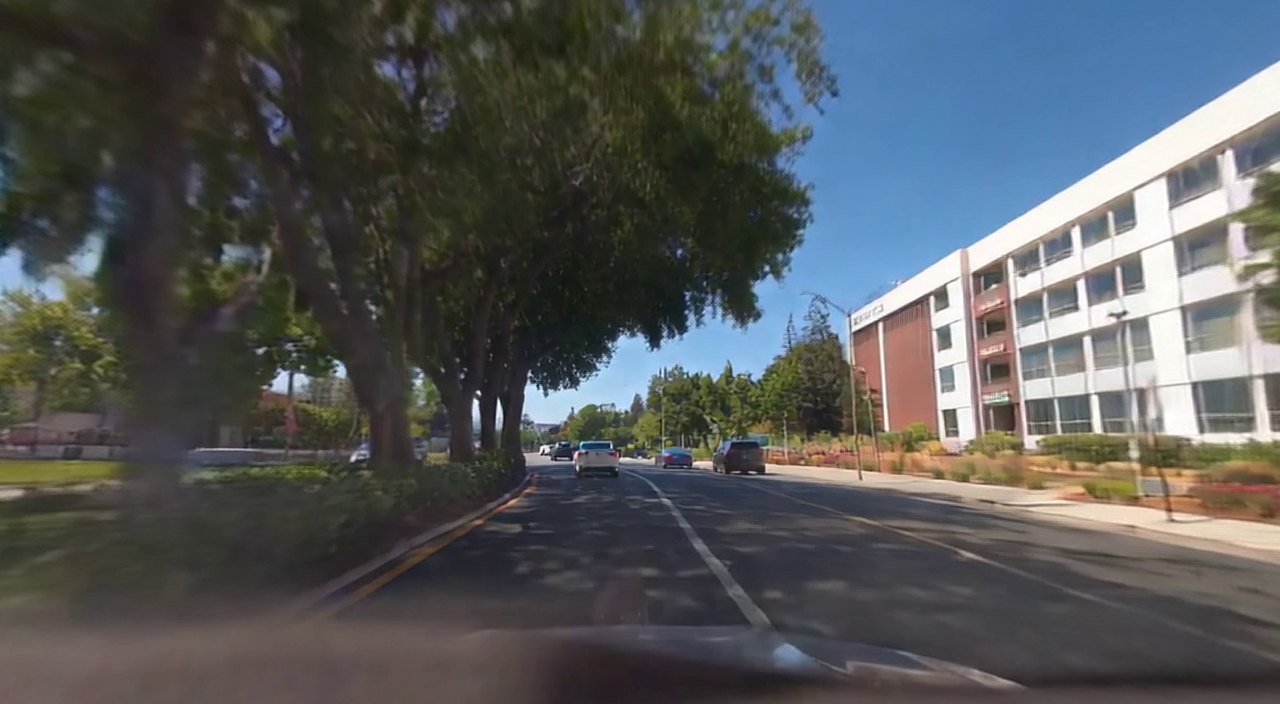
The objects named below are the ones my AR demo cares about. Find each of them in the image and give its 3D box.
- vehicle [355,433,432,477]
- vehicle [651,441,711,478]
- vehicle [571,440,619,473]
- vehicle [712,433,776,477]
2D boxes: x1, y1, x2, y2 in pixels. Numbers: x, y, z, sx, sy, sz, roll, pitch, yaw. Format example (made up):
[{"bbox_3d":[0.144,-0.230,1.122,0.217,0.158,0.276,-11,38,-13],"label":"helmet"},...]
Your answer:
[{"bbox_3d":[-11.512,4.833,29.824,2.166,1.867,4.459,1,-9,-5],"label":"vehicle"},{"bbox_3d":[1.699,4.672,27.721,1.993,1.477,4.240,1,-9,-5],"label":"vehicle"},{"bbox_3d":[-2.173,4.946,30.035,2.101,1.444,4.248,1,-9,-4],"label":"vehicle"},{"bbox_3d":[5.105,5.138,31.703,2.052,1.990,4.736,1,-9,-5],"label":"vehicle"}]
